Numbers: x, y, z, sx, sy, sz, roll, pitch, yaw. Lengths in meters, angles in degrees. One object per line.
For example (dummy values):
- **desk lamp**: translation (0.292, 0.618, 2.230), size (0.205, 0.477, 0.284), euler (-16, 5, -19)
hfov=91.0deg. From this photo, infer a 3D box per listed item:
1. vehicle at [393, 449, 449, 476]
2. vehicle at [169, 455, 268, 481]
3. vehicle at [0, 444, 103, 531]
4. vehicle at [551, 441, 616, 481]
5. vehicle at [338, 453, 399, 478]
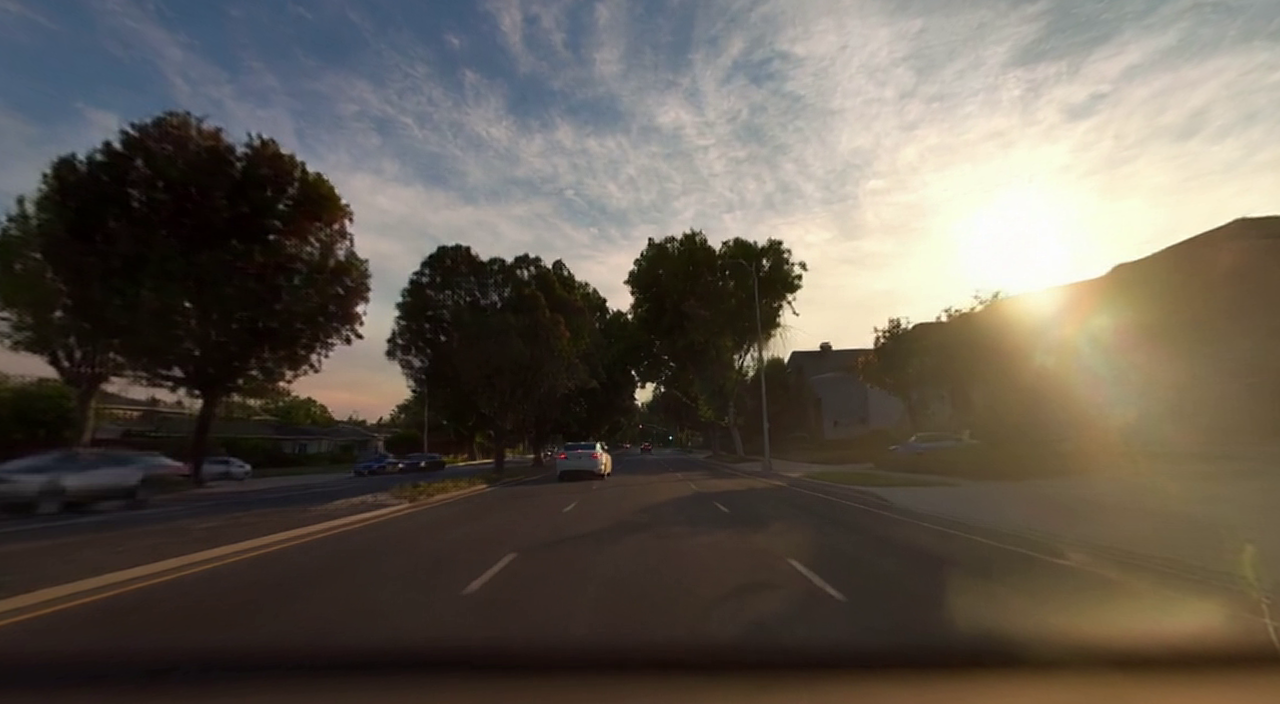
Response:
- **vehicle**: translation (-13.662, 6.906, 39.620), size (1.939, 1.537, 4.269), euler (0, -9, 1)
- **vehicle**: translation (-25.944, 7.145, 38.903), size (4.586, 1.492, 1.884), euler (1, -9, -8)
- **vehicle**: translation (-13.939, 2.747, 12.749), size (2.059, 1.734, 4.559), euler (0, -9, 0)
- **vehicle**: translation (-2.221, 4.488, 26.125), size (2.106, 1.517, 4.375), euler (-1, -9, 3)
- **vehicle**: translation (-17.375, 7.258, 40.515), size (1.945, 1.520, 4.403), euler (0, -9, 0)
